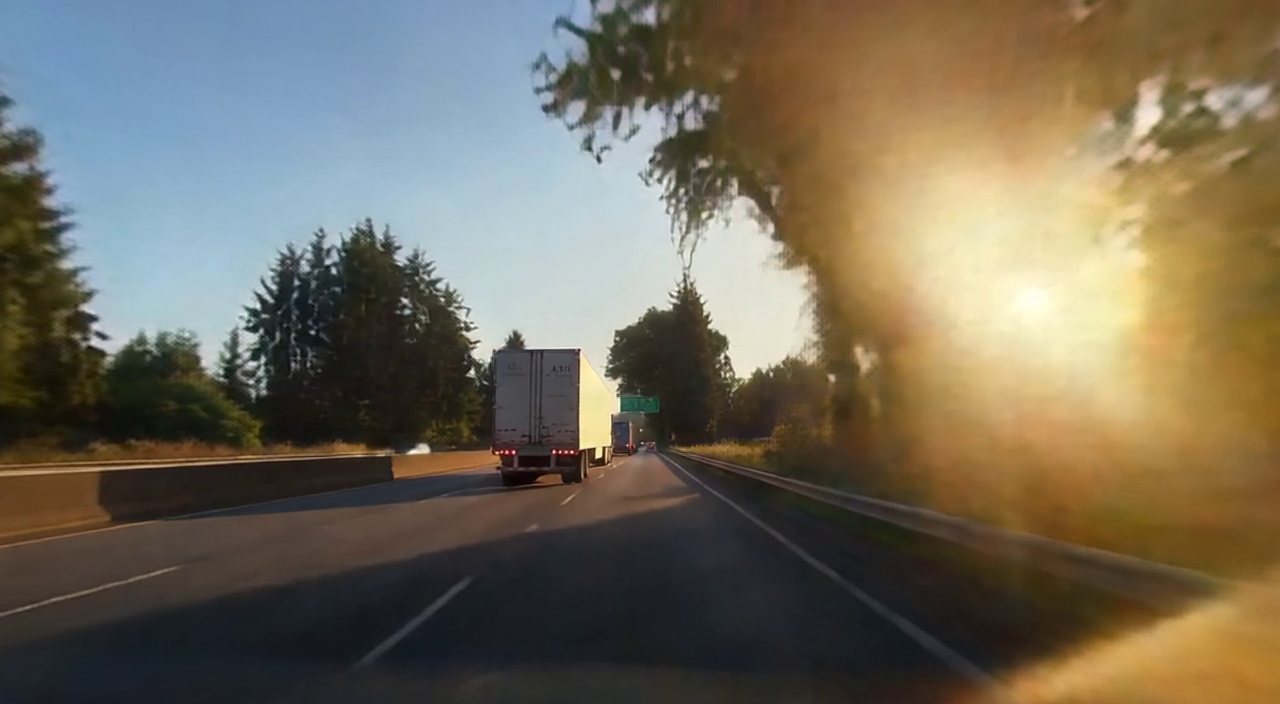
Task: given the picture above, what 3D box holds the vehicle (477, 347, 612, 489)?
[{"bbox_3d":[-3.048,2.896,25.156,2.947,4.051,14.256,0,-8,1],"label":"vehicle"}]
